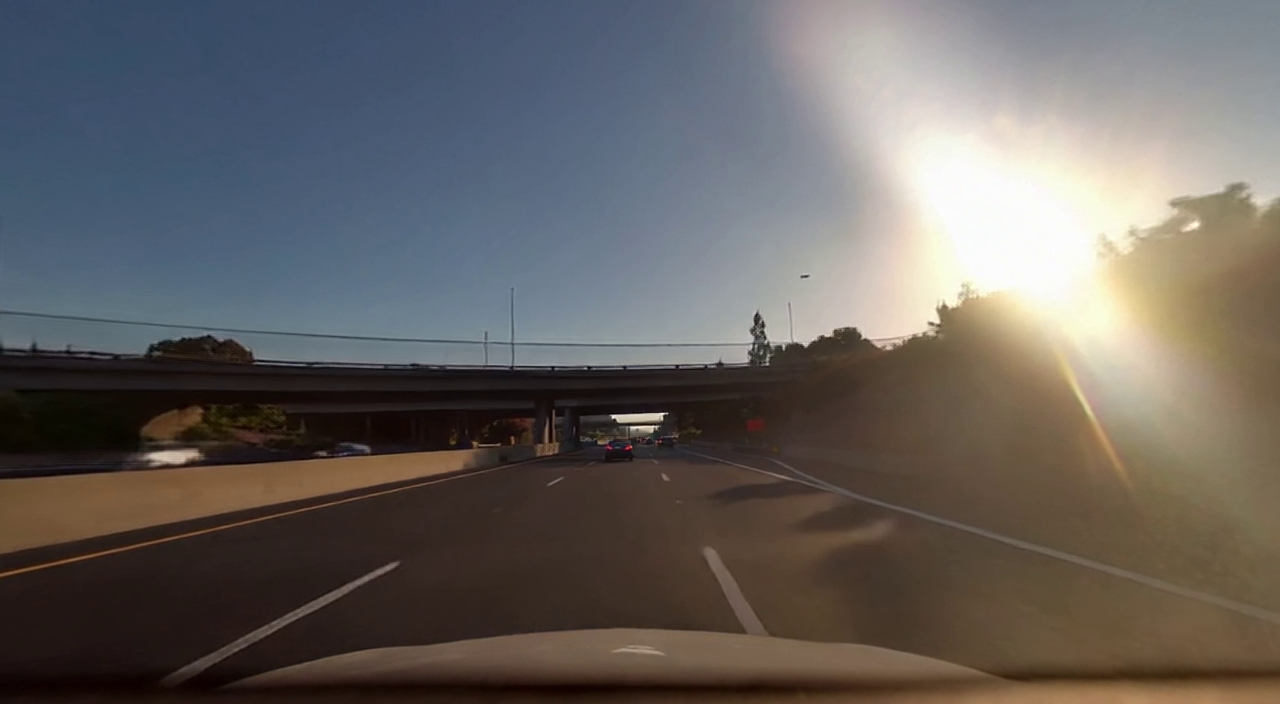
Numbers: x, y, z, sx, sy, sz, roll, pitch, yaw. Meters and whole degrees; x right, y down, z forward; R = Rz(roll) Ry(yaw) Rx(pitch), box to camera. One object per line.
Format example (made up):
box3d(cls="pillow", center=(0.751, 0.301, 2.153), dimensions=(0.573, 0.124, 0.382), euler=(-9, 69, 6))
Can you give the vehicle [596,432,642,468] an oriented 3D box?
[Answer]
box3d(cls="vehicle", center=(-0.938, 4.663, 30.129), dimensions=(2.039, 1.589, 4.324), euler=(0, -8, 0))
